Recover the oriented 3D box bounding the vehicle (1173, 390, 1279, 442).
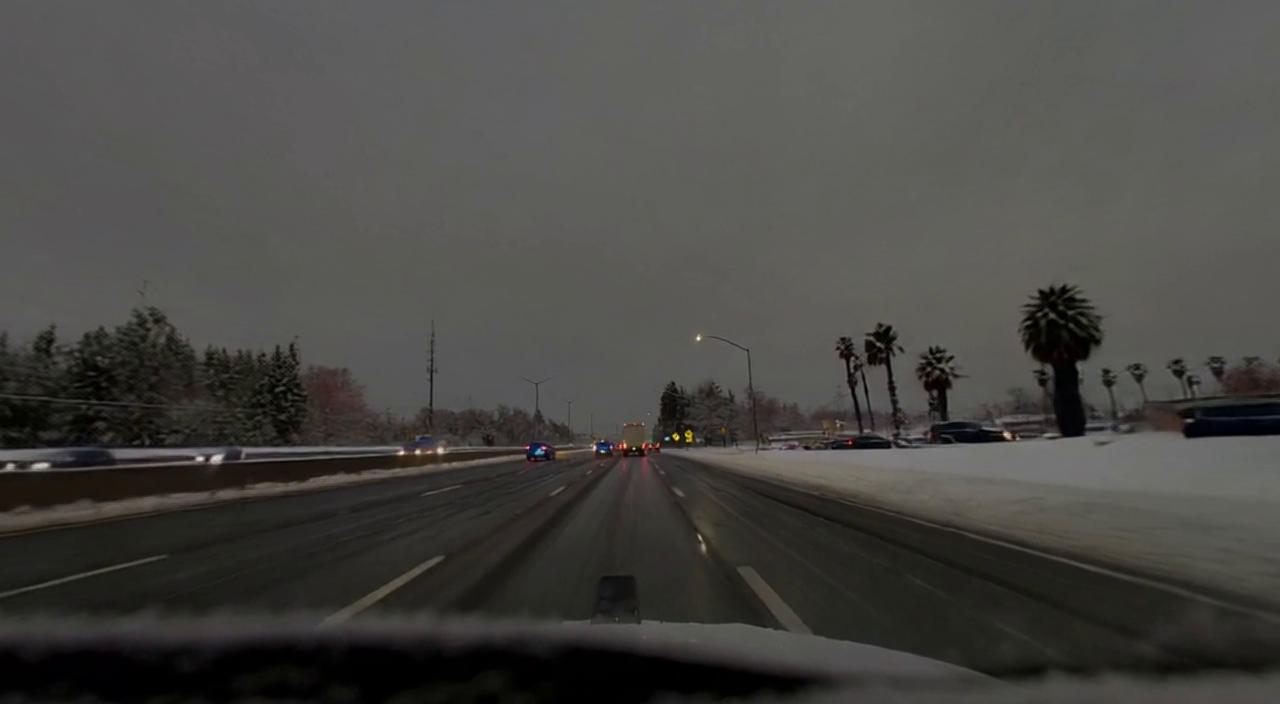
[{"bbox_3d":[23.259,2.390,23.151,5.484,1.783,2.076,0,-9,-1],"label":"vehicle"}]

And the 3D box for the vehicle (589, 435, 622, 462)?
[{"bbox_3d":[-2.659,7.638,49.827,2.390,2.007,4.901,0,-9,-1],"label":"vehicle"}]

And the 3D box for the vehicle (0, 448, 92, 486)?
[{"bbox_3d":[-29.857,5.489,30.537,2.081,1.670,5.157,0,-9,0],"label":"vehicle"}]

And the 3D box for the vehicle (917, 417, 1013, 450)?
[{"bbox_3d":[23.736,5.989,46.279,5.716,2.092,2.177,-2,-11,-4],"label":"vehicle"}]
